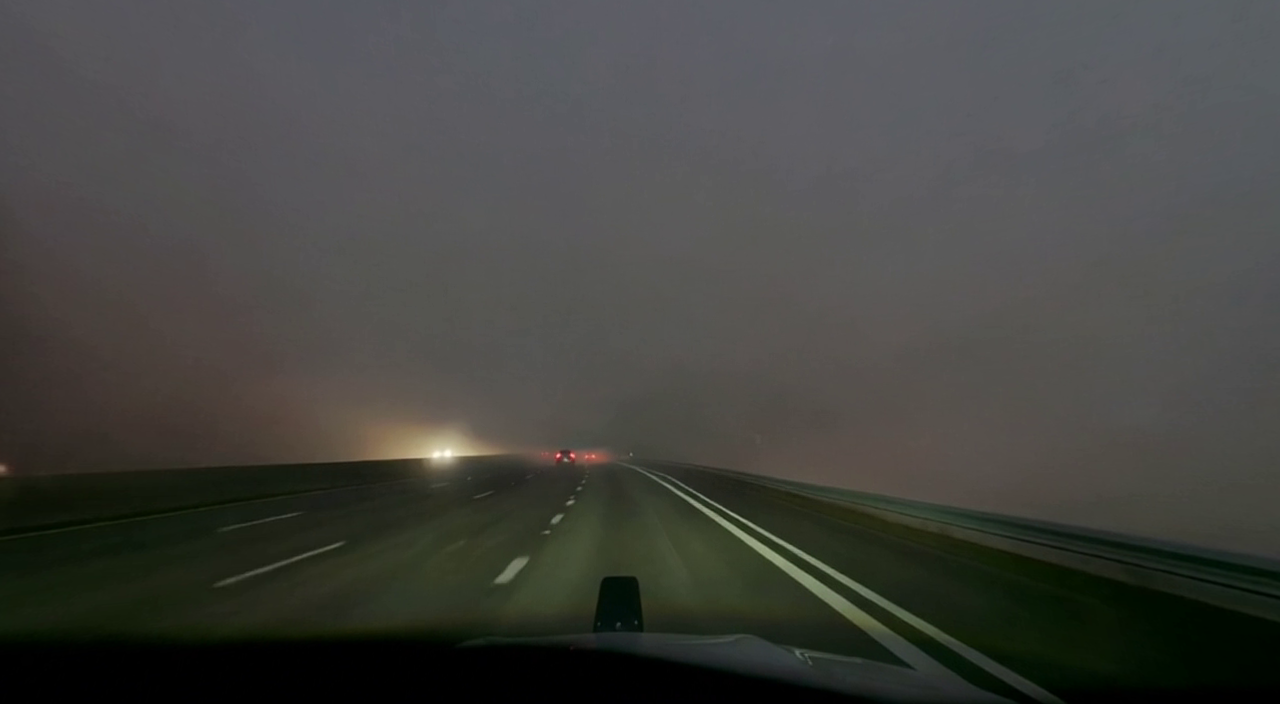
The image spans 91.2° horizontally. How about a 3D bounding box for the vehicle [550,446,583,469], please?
[{"bbox_3d":[-5.349,7.746,46.114,2.248,1.619,3.848,0,-9,-4],"label":"vehicle"}]
